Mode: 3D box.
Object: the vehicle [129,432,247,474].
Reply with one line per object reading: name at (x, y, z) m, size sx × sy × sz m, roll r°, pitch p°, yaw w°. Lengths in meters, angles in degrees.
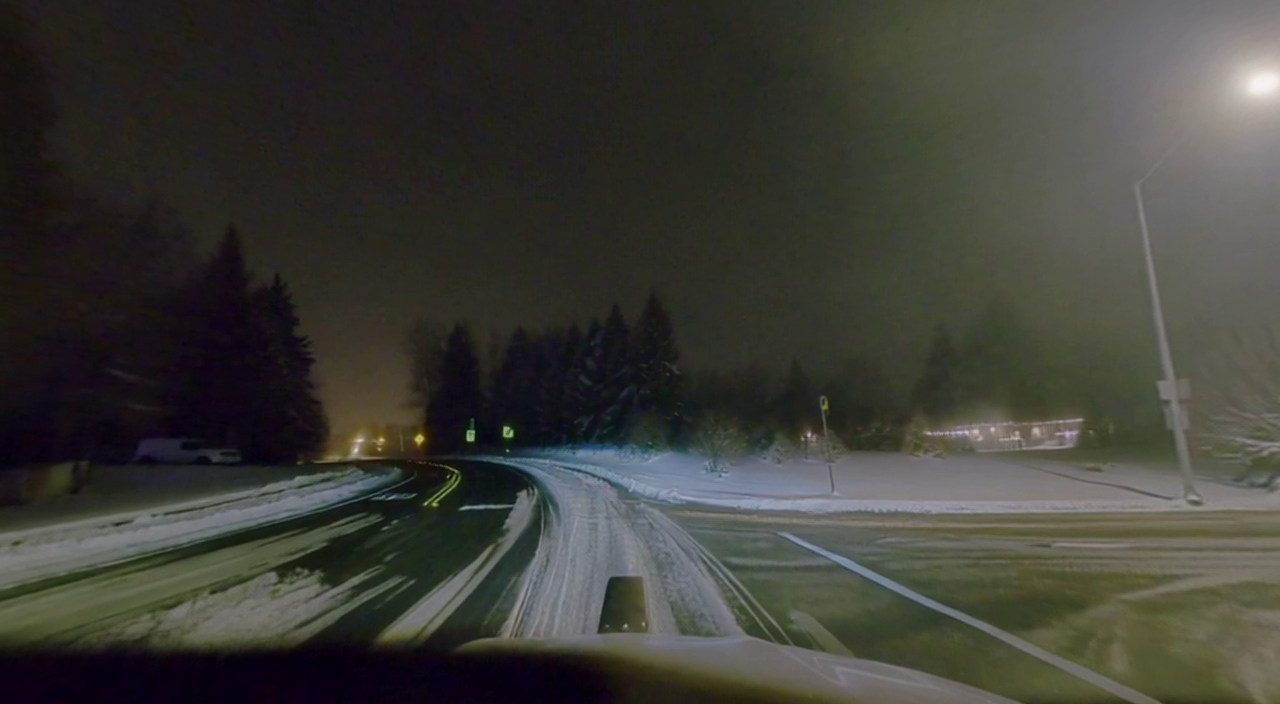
vehicle at (-23.107, 5.160, 32.268) m, size 4.699 × 1.996 × 2.116 m, roll -2°, pitch -9°, yaw 11°
